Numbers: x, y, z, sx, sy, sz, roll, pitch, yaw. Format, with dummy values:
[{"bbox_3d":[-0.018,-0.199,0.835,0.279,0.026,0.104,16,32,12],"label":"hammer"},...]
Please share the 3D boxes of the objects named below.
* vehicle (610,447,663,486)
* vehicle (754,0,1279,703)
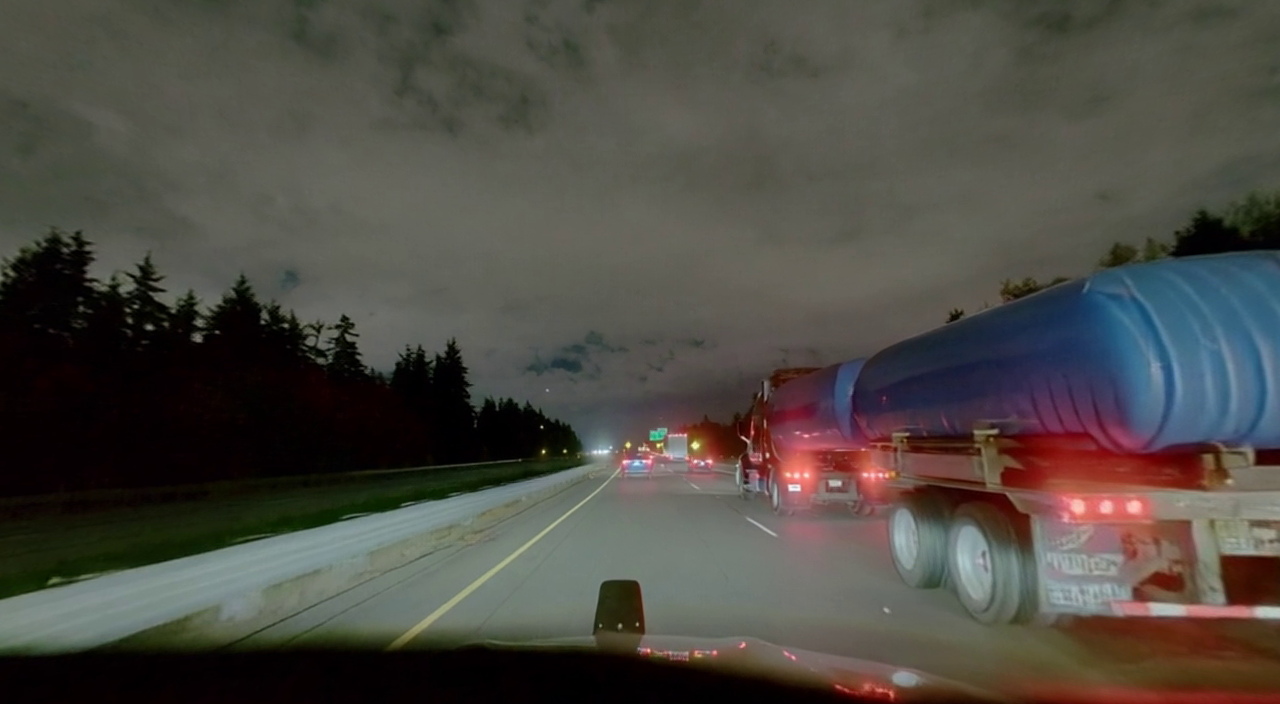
[{"bbox_3d":[-0.121,4.667,25.964,2.003,1.490,3.636,0,-9,0],"label":"vehicle"},{"bbox_3d":[3.937,0.869,8.225,2.694,3.453,11.641,0,-9,0],"label":"vehicle"}]
